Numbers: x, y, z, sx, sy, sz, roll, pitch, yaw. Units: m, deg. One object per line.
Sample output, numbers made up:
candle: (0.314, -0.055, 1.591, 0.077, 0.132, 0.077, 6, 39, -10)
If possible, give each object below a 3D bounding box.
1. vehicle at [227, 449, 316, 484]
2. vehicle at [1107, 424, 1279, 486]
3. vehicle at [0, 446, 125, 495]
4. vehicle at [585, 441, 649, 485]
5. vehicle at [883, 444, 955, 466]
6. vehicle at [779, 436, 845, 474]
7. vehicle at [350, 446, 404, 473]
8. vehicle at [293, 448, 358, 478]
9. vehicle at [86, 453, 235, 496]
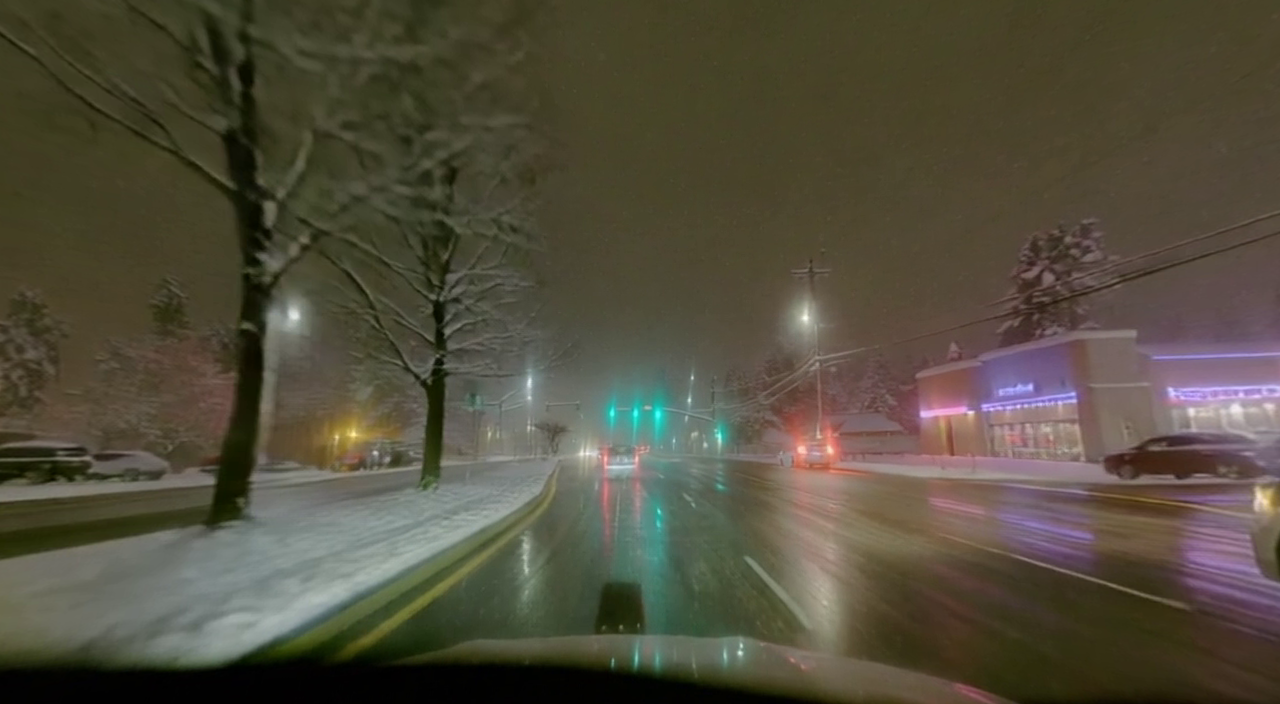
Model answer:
vehicle: (-19.187, 5.953, 33.145, 1.896, 1.620, 4.542, -2, -8, 1)
vehicle: (18.801, 3.361, 20.873, 2.253, 1.771, 5.722, 0, -9, -2)
vehicle: (-24.220, 4.786, 26.007, 1.985, 1.821, 4.774, 0, -9, -1)
vehicle: (-0.897, 4.093, 23.616, 2.185, 1.473, 3.925, 0, -9, -3)
vehicle: (19.417, 7.157, 43.976, 4.212, 1.436, 1.919, -6, -10, 34)
vehicle: (10.198, 6.175, 38.073, 2.266, 2.118, 5.742, 0, -9, -1)
vehicle: (-19.112, 7.818, 46.187, 2.027, 1.831, 4.644, 0, -9, -1)
vehicle: (-19.399, 6.859, 39.249, 1.905, 1.698, 4.408, 0, -9, -3)
vehicle: (-19.322, 4.929, 25.852, 2.083, 1.481, 5.103, 0, -9, 0)
